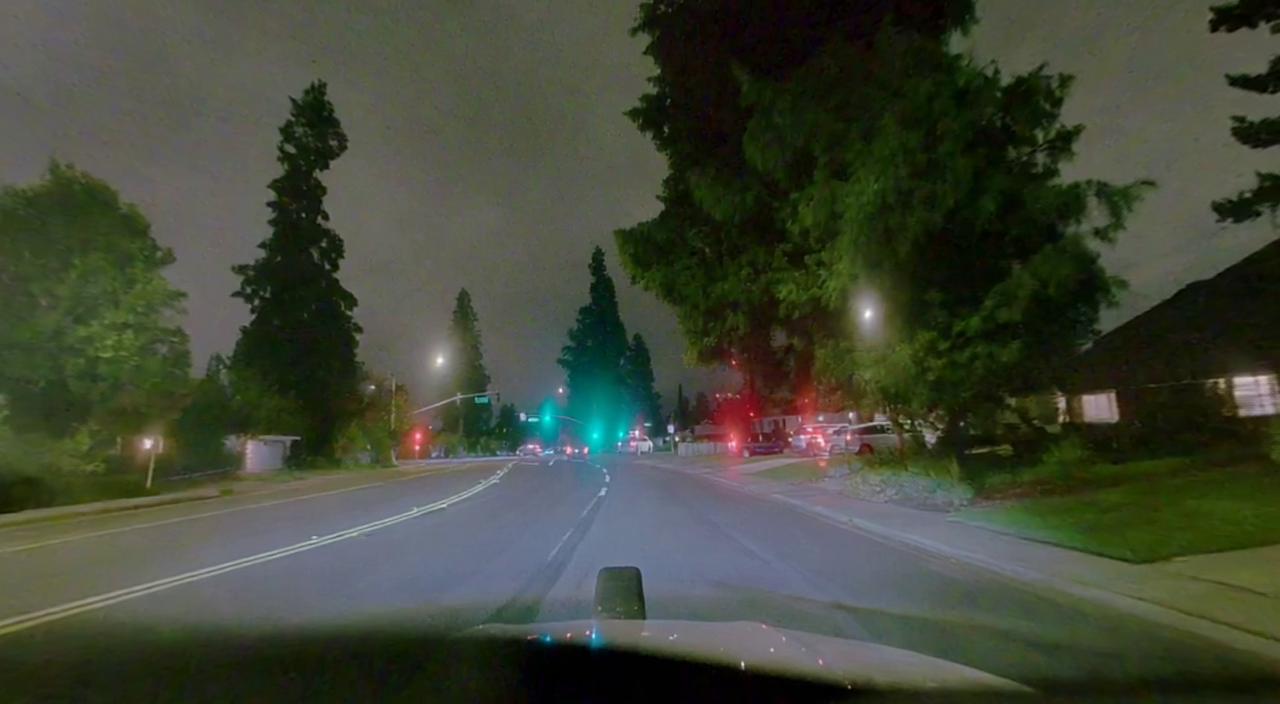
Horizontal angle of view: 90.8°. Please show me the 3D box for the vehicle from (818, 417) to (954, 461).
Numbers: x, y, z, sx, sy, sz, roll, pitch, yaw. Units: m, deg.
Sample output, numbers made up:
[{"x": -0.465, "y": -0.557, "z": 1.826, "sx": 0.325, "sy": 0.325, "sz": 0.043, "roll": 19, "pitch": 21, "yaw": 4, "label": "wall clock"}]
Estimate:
[{"x": 9.724, "y": 3.482, "z": 25.234, "sx": 4.590, "sy": 1.648, "sz": 1.876, "roll": 0, "pitch": -9, "yaw": -3, "label": "vehicle"}]

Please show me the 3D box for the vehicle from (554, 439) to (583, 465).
[{"x": -5.503, "y": 7.566, "z": 47.897, "sx": 2.041, "sy": 1.834, "sz": 4.679, "roll": 1, "pitch": -9, "yaw": -8, "label": "vehicle"}]
